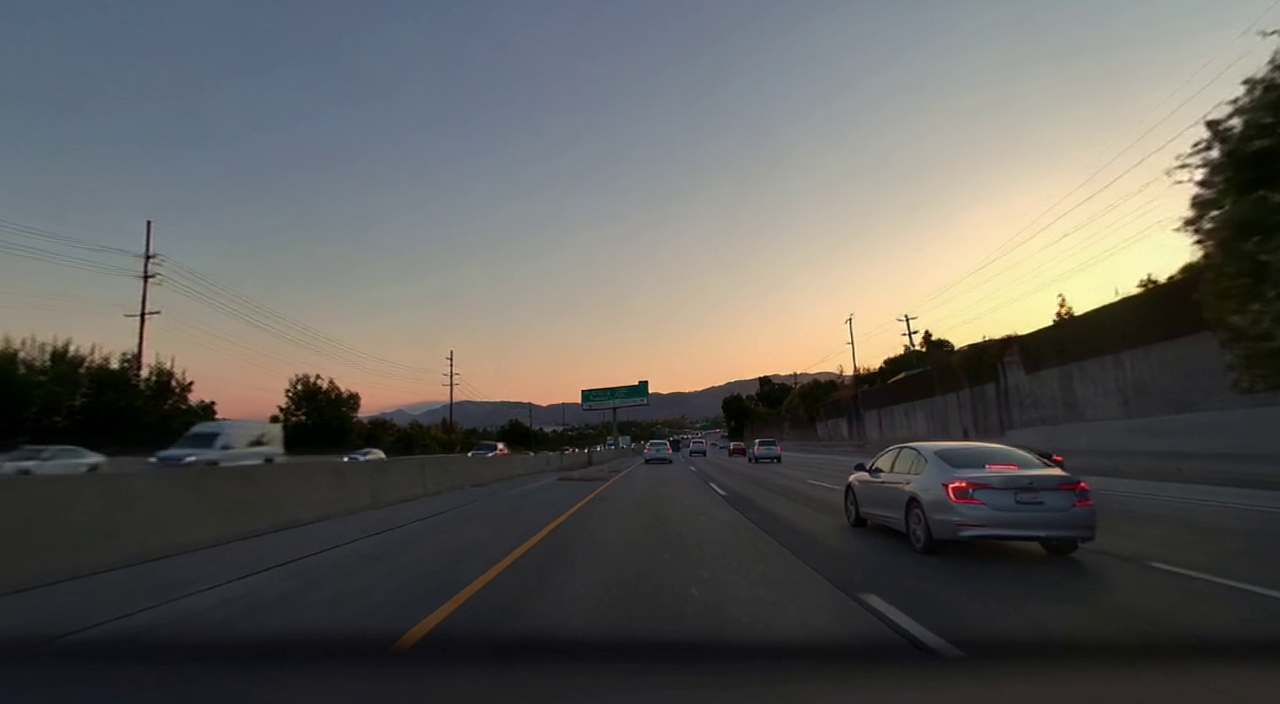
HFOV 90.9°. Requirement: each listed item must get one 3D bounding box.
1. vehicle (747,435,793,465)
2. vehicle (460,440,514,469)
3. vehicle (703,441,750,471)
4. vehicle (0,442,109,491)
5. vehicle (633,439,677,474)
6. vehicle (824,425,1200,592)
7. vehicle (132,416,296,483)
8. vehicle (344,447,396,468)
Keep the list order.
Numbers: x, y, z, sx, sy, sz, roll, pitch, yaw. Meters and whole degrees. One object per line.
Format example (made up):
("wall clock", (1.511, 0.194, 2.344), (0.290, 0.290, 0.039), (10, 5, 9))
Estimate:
("vehicle", (8.338, 6.313, 40.836), (2.041, 1.821, 4.562), (0, -8, 1))
("vehicle", (-9.366, 6.301, 39.025), (1.984, 1.635, 4.525), (0, -8, 3))
("vehicle", (4.468, 5.431, 33.049), (1.936, 1.465, 4.060), (0, -8, 1))
("vehicle", (-20.911, 3.831, 21.417), (1.856, 1.503, 4.367), (0, -8, 1))
("vehicle", (0.742, 5.178, 31.473), (2.042, 1.581, 3.769), (0, -8, 1))
("vehicle", (3.975, 1.726, 7.901), (1.986, 1.478, 4.429), (0, -8, 0))
("vehicle", (-17.035, 3.953, 25.779), (2.354, 2.415, 5.937), (0, -8, 2))
("vehicle", (-20.201, 7.906, 47.334), (1.839, 1.459, 4.244), (0, -8, 2))
